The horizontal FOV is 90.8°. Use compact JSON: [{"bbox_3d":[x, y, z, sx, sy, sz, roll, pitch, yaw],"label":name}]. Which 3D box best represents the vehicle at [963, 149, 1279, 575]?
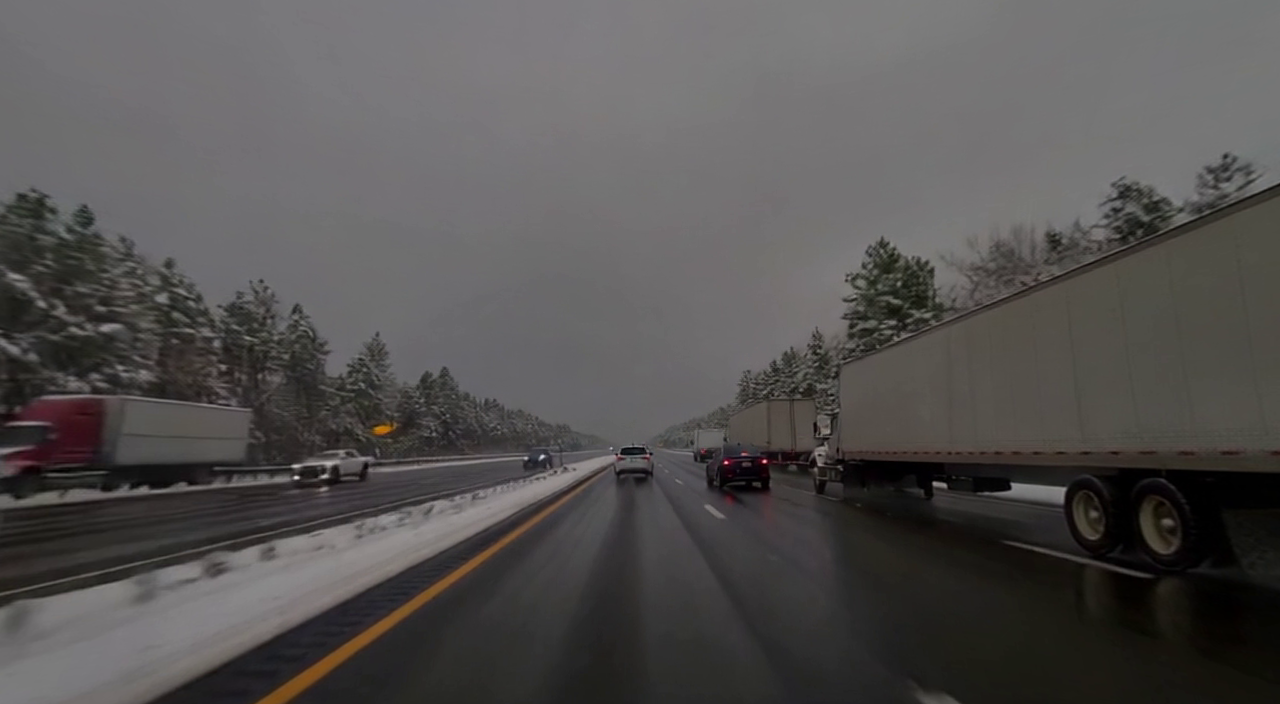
[{"bbox_3d":[7.597,0.319,7.567,2.823,4.063,8.485,0,-9,0],"label":"vehicle"}]

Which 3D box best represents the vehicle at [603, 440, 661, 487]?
[{"bbox_3d":[-0.271,4.180,23.841,2.023,1.618,3.628,0,-9,1],"label":"vehicle"}]

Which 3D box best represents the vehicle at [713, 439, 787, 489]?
[{"bbox_3d":[3.840,3.989,22.698,1.920,1.594,3.867,0,-9,0],"label":"vehicle"}]

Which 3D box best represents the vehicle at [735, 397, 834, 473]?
[{"bbox_3d":[8.904,5.635,41.600,2.858,4.068,15.162,0,-9,0],"label":"vehicle"}]

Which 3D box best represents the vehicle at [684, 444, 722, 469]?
[{"bbox_3d":[4.266,7.142,43.228,2.150,1.632,4.260,0,-9,0],"label":"vehicle"}]

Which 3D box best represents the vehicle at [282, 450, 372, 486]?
[{"bbox_3d":[-14.535,5.378,29.637,1.868,1.537,4.403,-1,-9,2],"label":"vehicle"}]

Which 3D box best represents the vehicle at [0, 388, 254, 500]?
[{"bbox_3d":[-19.381,3.652,24.830,2.870,3.622,8.269,0,-9,1],"label":"vehicle"}]
